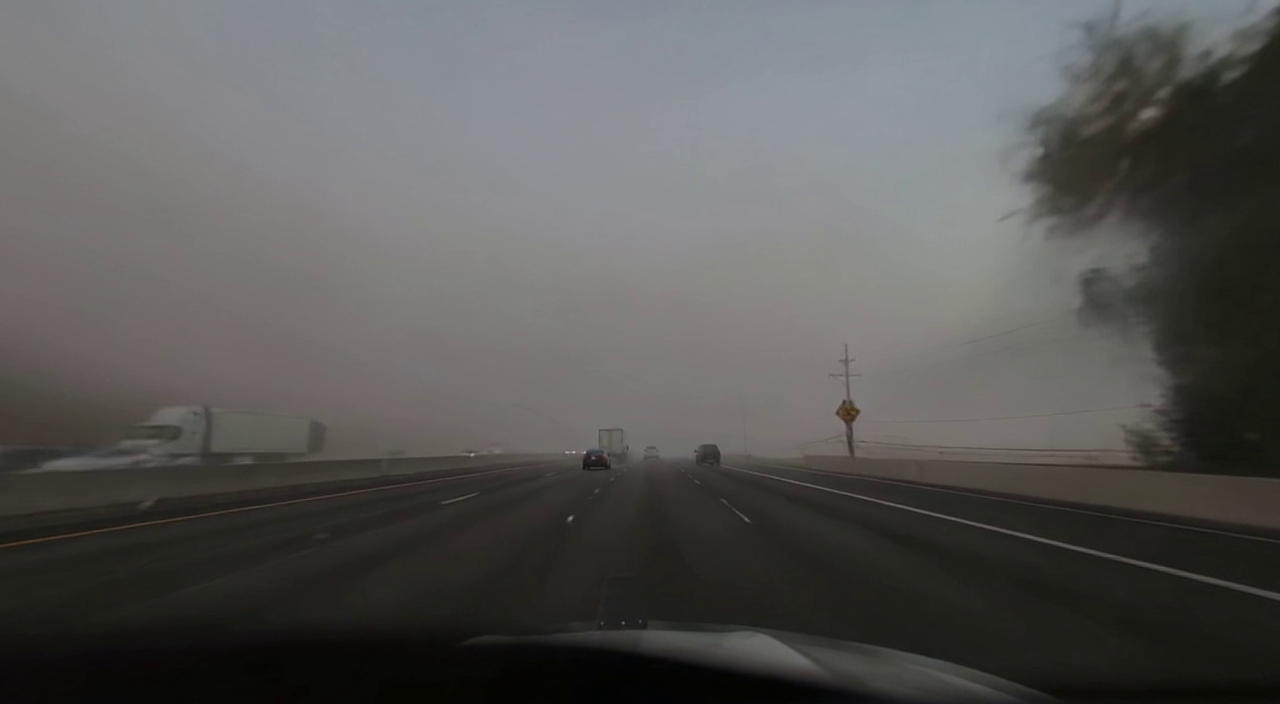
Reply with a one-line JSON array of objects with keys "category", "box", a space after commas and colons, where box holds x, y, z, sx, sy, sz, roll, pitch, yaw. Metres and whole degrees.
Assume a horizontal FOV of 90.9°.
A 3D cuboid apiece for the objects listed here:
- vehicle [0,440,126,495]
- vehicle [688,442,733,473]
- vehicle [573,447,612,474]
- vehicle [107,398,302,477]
[{"category": "vehicle", "box": [-18.600, 3.476, 19.188, 1.944, 1.513, 4.559, 0, -9, 1]}, {"category": "vehicle", "box": [4.385, 6.666, 39.974, 2.214, 1.799, 4.627, 0, -9, -1]}, {"category": "vehicle", "box": [-2.759, 6.429, 37.445, 2.004, 1.498, 4.043, 0, -9, 1]}, {"category": "vehicle", "box": [-23.099, 4.799, 34.633, 3.023, 3.670, 10.527, 0, -9, 1]}]
